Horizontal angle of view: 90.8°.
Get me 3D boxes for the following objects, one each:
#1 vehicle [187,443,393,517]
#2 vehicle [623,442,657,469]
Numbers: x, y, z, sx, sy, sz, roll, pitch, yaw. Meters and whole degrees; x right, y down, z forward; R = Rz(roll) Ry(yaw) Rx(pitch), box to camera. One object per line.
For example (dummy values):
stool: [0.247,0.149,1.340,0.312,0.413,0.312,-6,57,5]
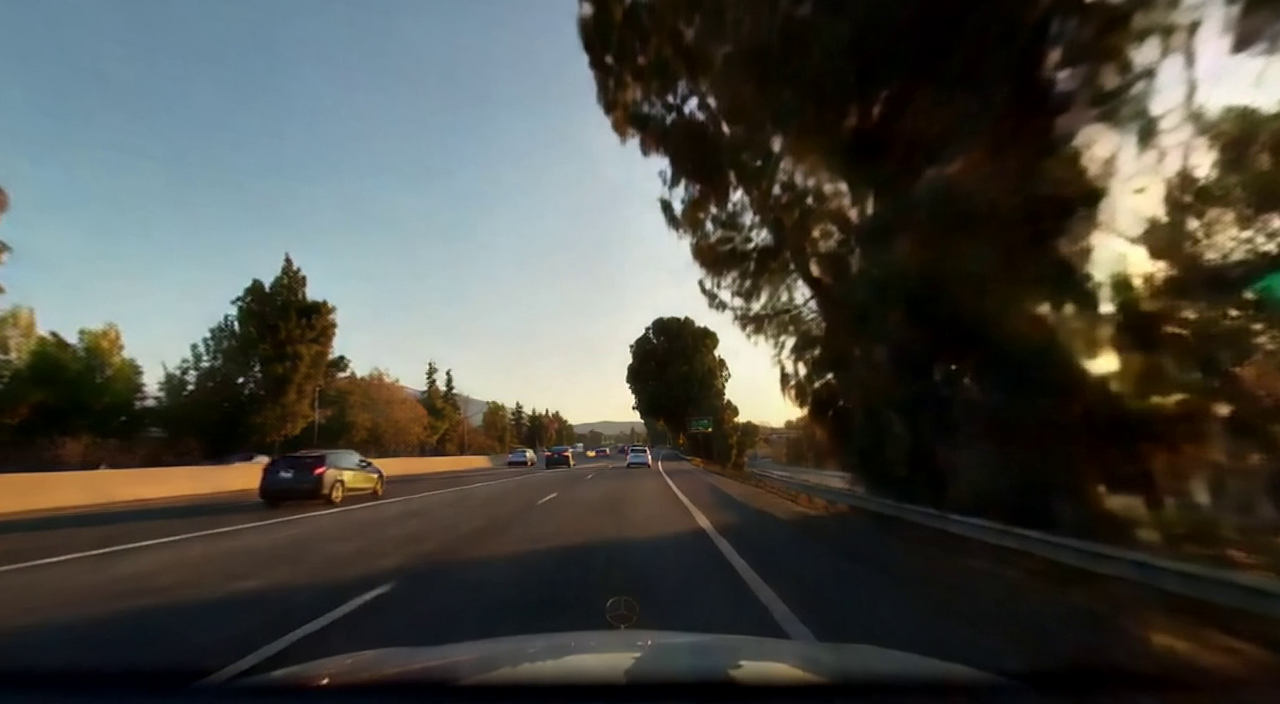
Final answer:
vehicle: [-8.430,3.094,15.926,2.102,1.562,4.884,-1,-8,5]
vehicle: [0.053,7.065,43.376,2.179,1.742,4.396,-1,-8,1]
